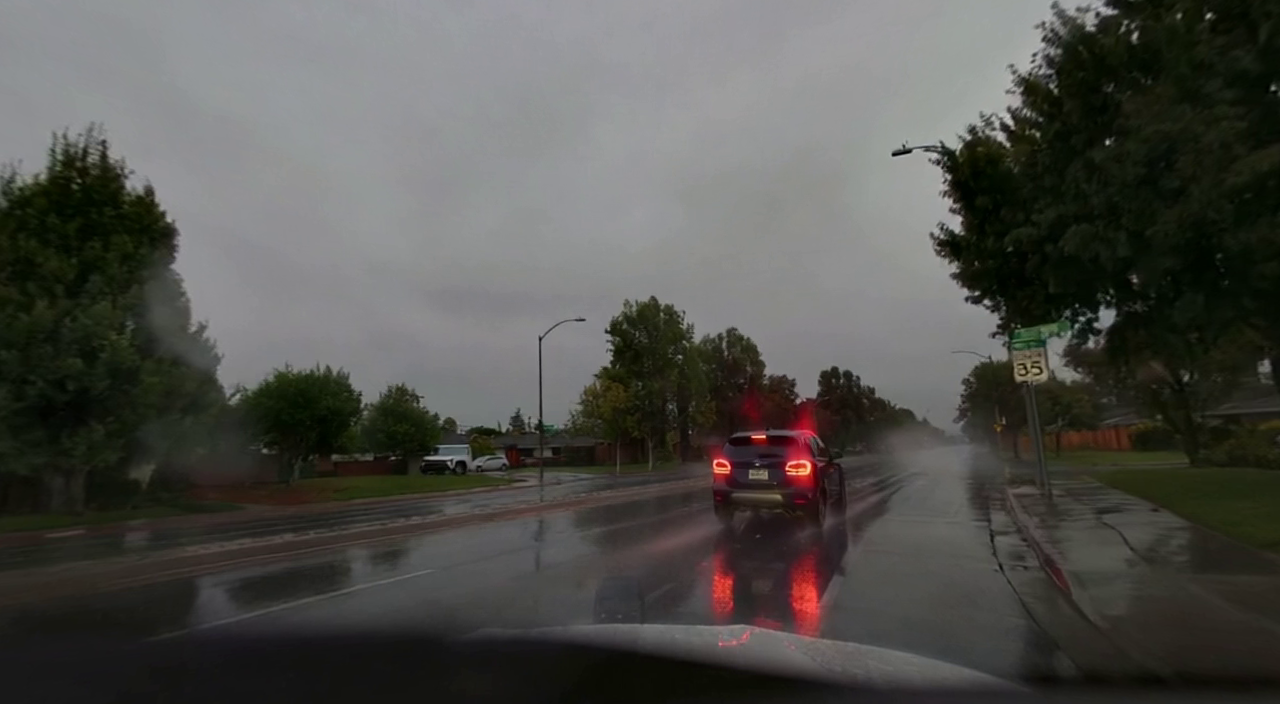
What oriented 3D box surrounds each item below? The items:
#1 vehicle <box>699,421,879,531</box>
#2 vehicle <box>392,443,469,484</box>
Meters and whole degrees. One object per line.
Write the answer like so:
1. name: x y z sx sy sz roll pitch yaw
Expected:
1. vehicle: 3.150 2.342 12.572 2.018 1.733 4.546 -6 -10 32
2. vehicle: -14.882 7.966 45.138 2.329 2.631 5.560 -6 -11 19
